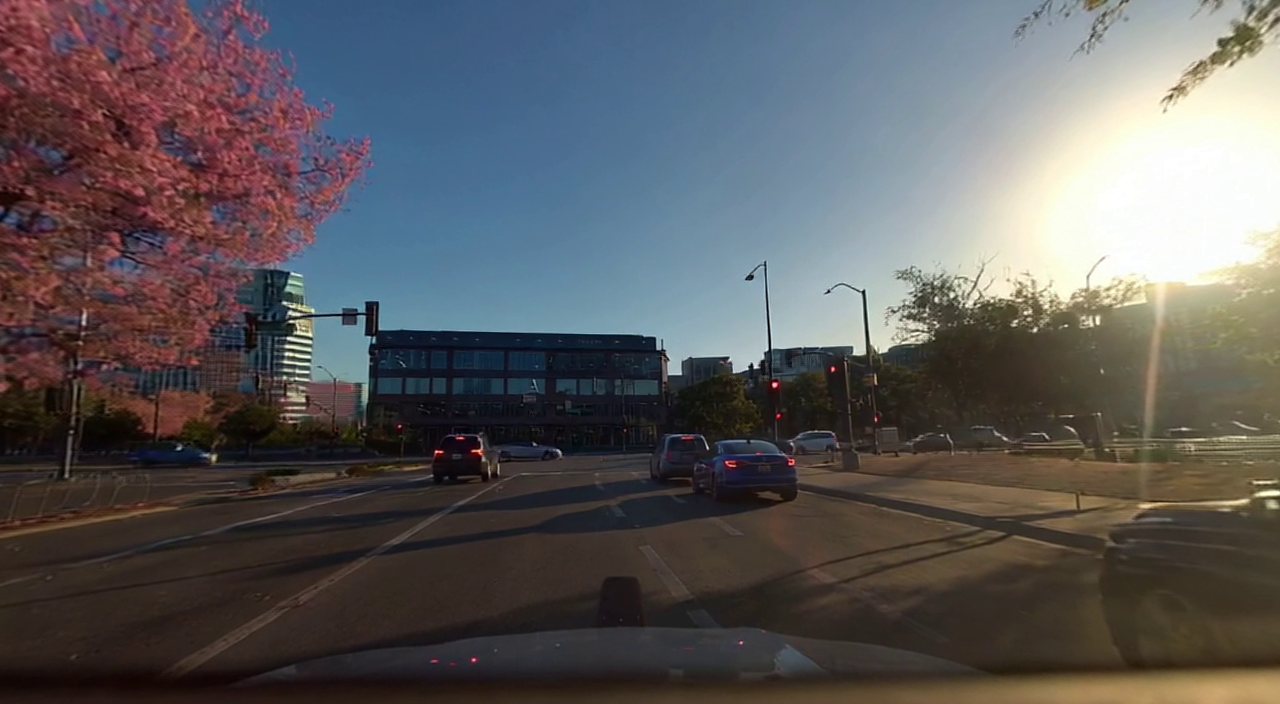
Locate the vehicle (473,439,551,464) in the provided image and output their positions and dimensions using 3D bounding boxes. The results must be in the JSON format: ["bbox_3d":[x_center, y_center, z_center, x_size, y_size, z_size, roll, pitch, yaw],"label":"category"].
[{"bbox_3d":[-7.906,6.209,39.400,4.526,1.452,1.920,1,-8,-6],"label":"vehicle"}]

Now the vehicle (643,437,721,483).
[{"bbox_3d":[1.361,3.791,22.472,2.007,1.466,4.291,1,-9,-7],"label":"vehicle"}]

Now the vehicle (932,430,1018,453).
[{"bbox_3d":[22.720,6.100,42.923,4.829,1.470,1.874,1,-8,-6],"label":"vehicle"}]

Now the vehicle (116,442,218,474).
[{"bbox_3d":[-27.453,6.127,36.795,4.263,1.769,1.870,1,-9,-7],"label":"vehicle"}]

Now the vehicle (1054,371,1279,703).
[{"bbox_3d":[4.294,0.787,2.256,2.154,1.632,4.710,0,-8,-5],"label":"vehicle"}]

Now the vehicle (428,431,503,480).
[{"bbox_3d":[-6.596,3.959,24.435,1.995,1.703,4.367,0,-8,-5],"label":"vehicle"}]

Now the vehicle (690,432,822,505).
[{"bbox_3d":[2.621,2.764,15.474,2.019,1.518,4.285,1,-9,-6],"label":"vehicle"}]
